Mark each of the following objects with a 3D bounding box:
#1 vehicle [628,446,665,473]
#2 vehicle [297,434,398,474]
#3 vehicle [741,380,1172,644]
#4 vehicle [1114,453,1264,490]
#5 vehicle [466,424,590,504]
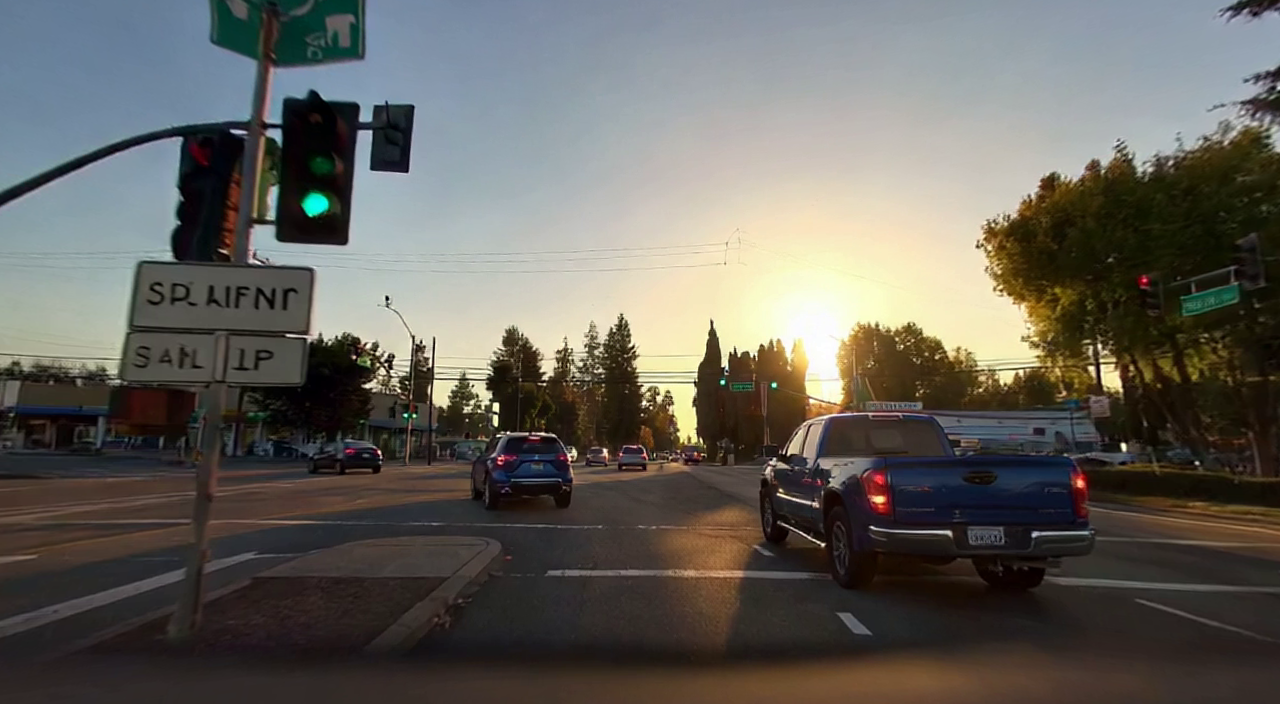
[{"bbox_3d":[0.370,7.380,43.454,1.977,1.726,4.721,1,-8,-7],"label":"vehicle"},{"bbox_3d":[-13.885,4.810,29.871,4.498,1.725,1.921,-5,-10,28],"label":"vehicle"},{"bbox_3d":[2.622,1.486,7.046,2.036,1.818,5.192,0,-8,-1],"label":"vehicle"},{"bbox_3d":[22.912,4.977,26.427,4.426,1.455,1.980,0,-8,-1],"label":"vehicle"},{"bbox_3d":[-3.232,2.978,17.270,2.141,1.842,4.889,4,-9,-24],"label":"vehicle"}]
